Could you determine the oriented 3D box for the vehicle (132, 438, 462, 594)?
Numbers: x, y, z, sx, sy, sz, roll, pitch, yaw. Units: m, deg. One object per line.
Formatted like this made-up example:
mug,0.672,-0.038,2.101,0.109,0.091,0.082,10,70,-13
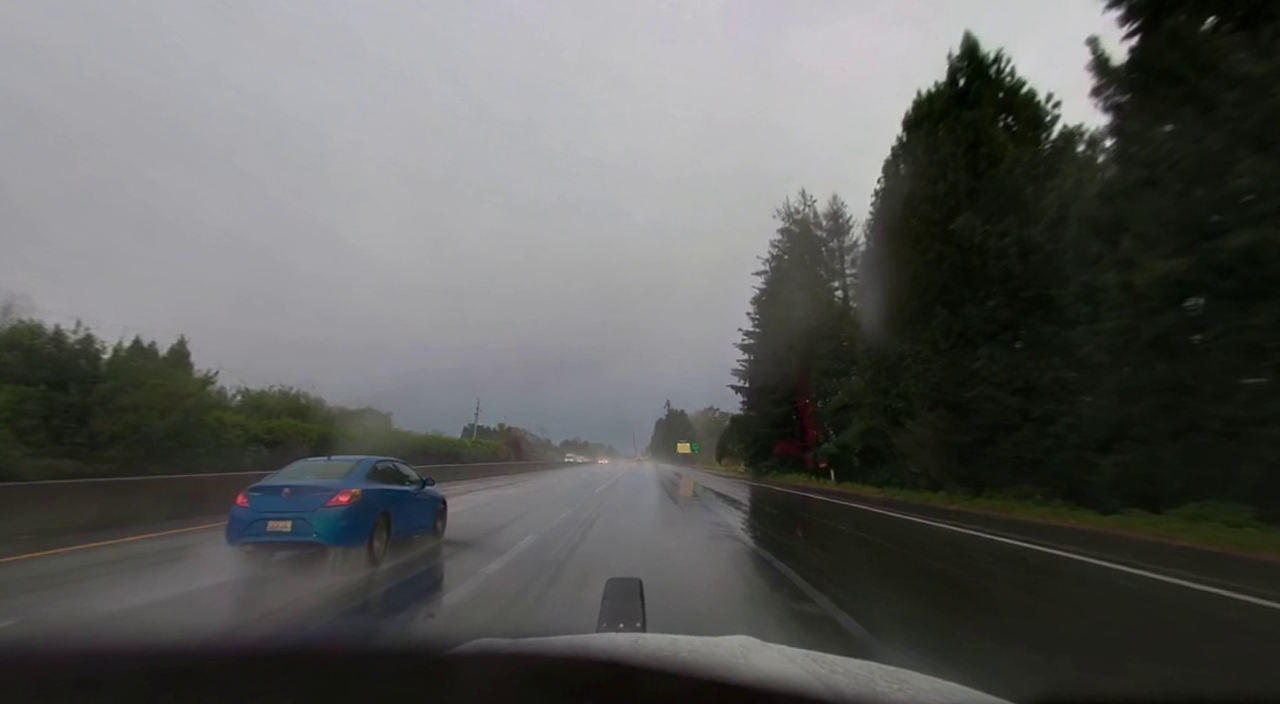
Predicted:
vehicle,-4.001,1.956,8.326,2.121,1.537,3.852,0,-9,1
